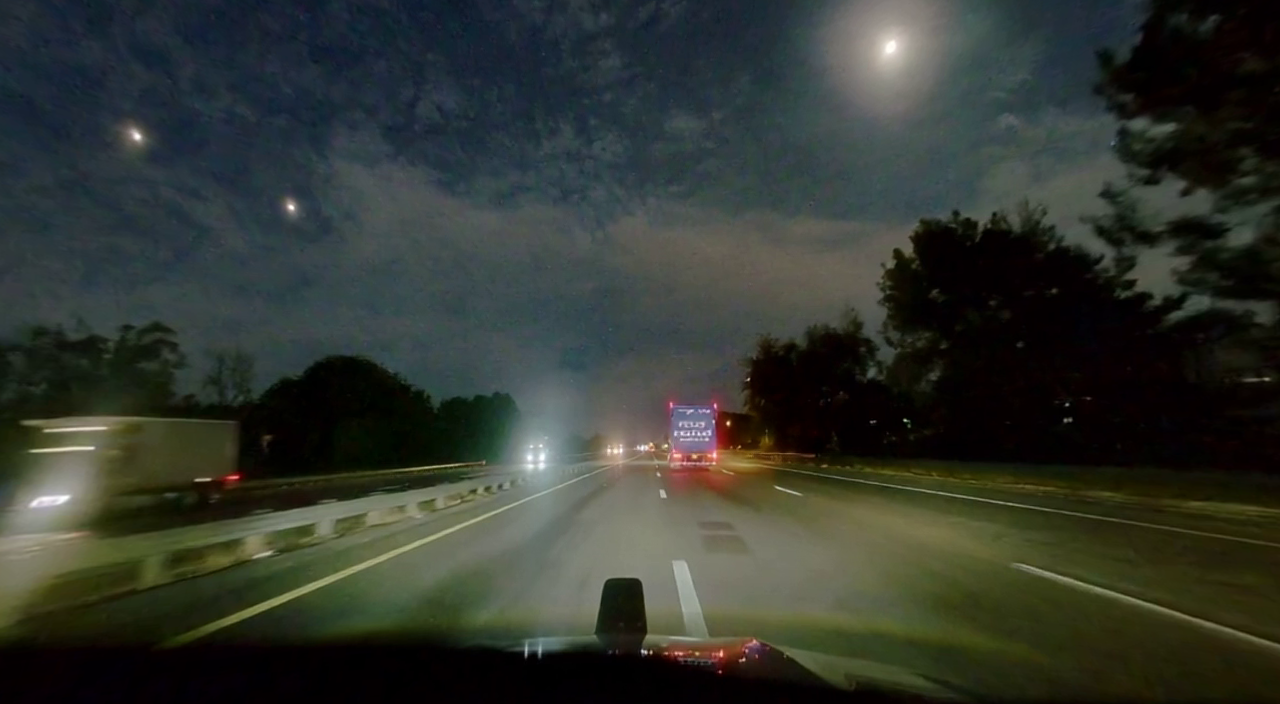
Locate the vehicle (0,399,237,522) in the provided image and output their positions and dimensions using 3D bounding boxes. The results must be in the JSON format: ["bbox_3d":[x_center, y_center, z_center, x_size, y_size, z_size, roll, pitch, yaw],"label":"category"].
[{"bbox_3d":[-17.244,3.390,19.957,2.865,3.040,8.800,-1,-9,2],"label":"vehicle"}]

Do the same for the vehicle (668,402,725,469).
[{"bbox_3d":[3.859,6.246,46.466,3.341,4.269,12.252,0,-9,1],"label":"vehicle"}]
